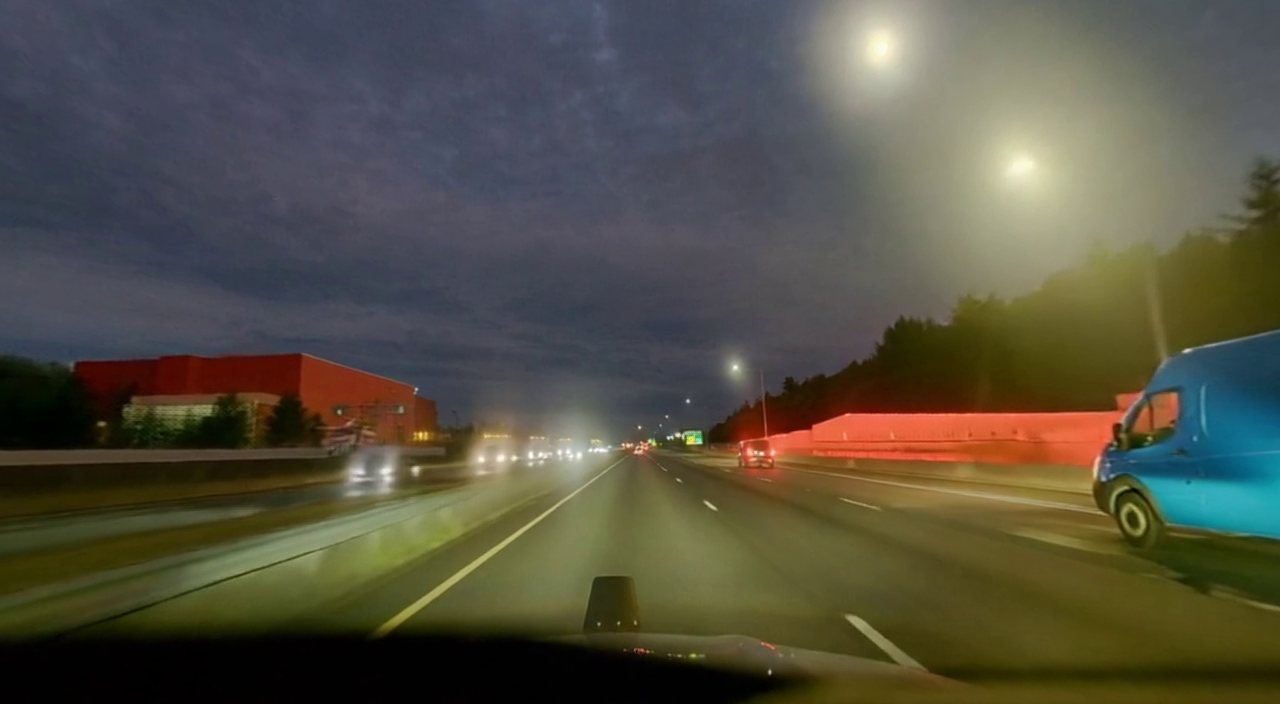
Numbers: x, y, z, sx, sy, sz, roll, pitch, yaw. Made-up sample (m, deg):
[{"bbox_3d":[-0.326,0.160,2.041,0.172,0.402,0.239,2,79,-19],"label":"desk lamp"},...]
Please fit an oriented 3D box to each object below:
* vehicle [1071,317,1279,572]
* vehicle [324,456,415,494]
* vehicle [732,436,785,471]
[{"bbox_3d":[7.823,0.954,6.494,2.283,2.631,6.053,0,-9,-1],"label":"vehicle"},{"bbox_3d":[-11.691,5.320,27.561,1.949,1.466,4.651,0,-9,-1],"label":"vehicle"},{"bbox_3d":[7.174,6.229,38.604,2.156,1.943,5.010,0,-9,-1],"label":"vehicle"}]
